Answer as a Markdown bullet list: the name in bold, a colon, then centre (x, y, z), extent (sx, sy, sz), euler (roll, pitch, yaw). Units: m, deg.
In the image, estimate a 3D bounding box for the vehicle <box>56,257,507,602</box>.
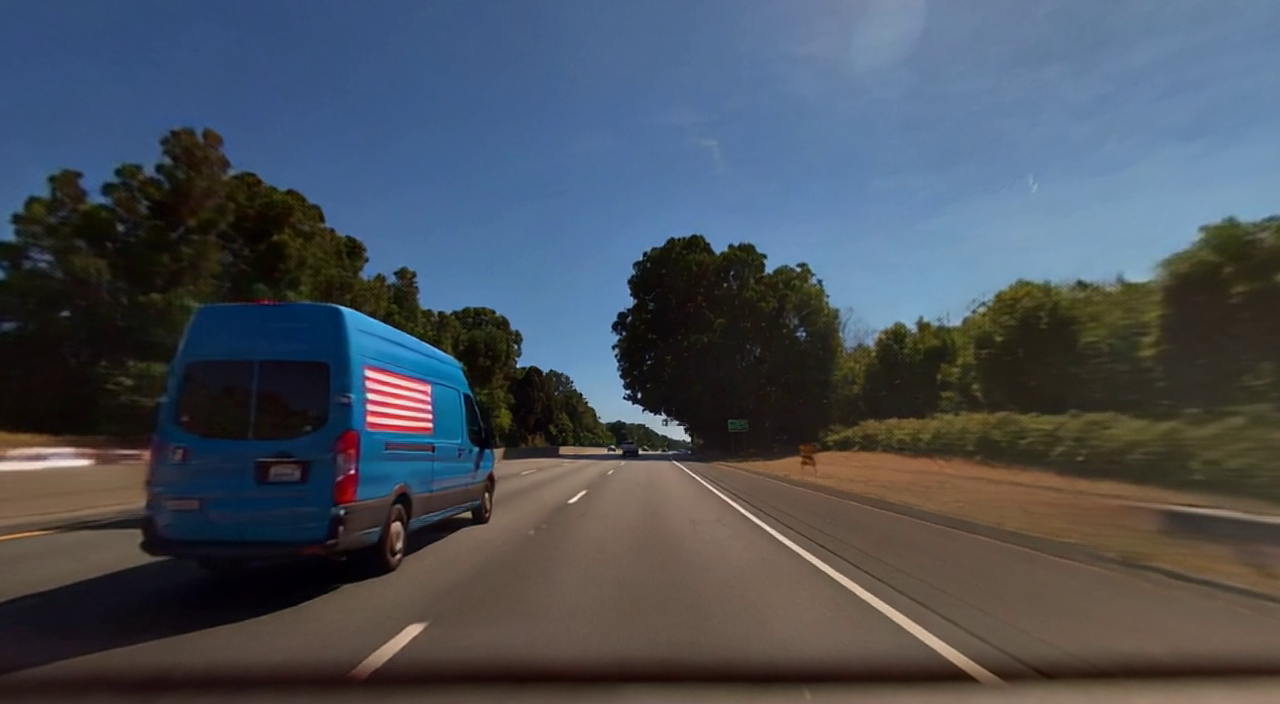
- **vehicle**: centre (-3.558, 1.014, 8.126), extent (2.319, 2.883, 5.632), euler (0, -8, 1)
